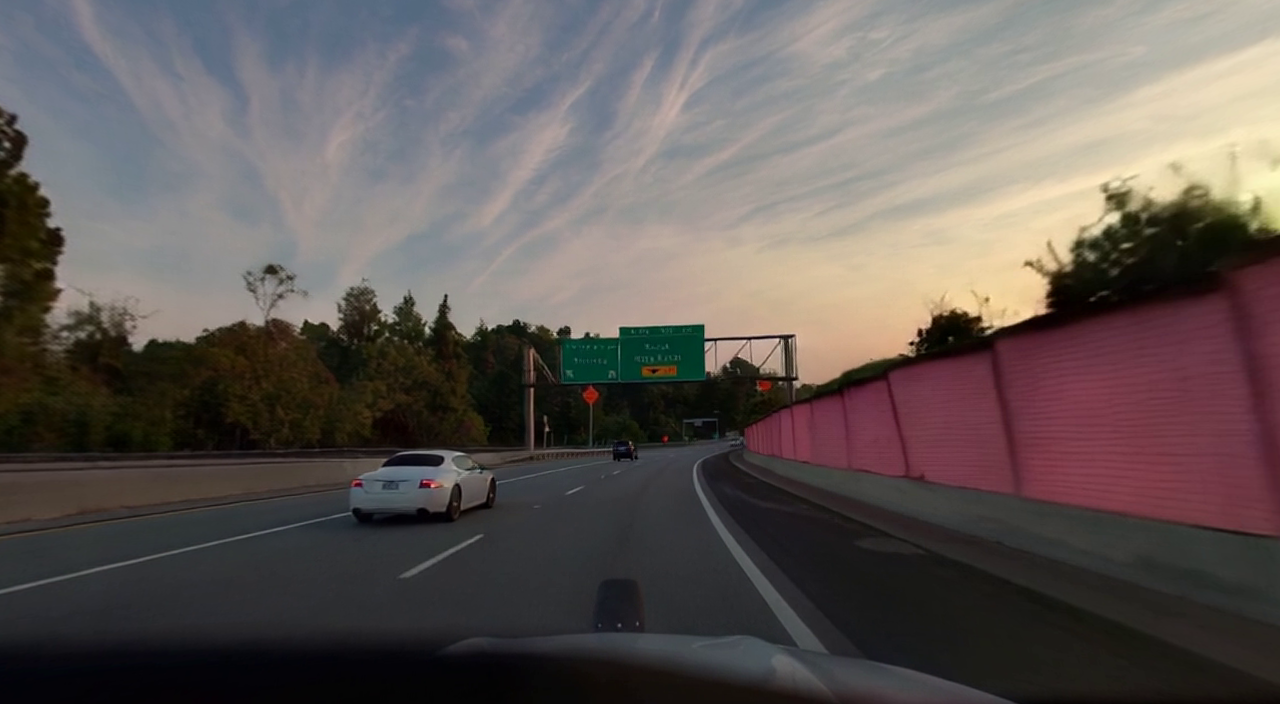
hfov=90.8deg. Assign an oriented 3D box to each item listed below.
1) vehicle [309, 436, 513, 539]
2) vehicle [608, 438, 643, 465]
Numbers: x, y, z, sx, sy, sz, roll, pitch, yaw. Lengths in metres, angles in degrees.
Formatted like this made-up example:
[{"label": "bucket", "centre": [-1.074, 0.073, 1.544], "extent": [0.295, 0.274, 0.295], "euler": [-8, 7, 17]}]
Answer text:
[{"label": "vehicle", "centre": [-3.629, 2.217, 10.976], "extent": [1.746, 1.405, 4.339], "euler": [-1, -9, 3]}, {"label": "vehicle", "centre": [-0.919, 6.588, 41.889], "extent": [1.833, 1.697, 3.984], "euler": [-1, -9, 6]}]
